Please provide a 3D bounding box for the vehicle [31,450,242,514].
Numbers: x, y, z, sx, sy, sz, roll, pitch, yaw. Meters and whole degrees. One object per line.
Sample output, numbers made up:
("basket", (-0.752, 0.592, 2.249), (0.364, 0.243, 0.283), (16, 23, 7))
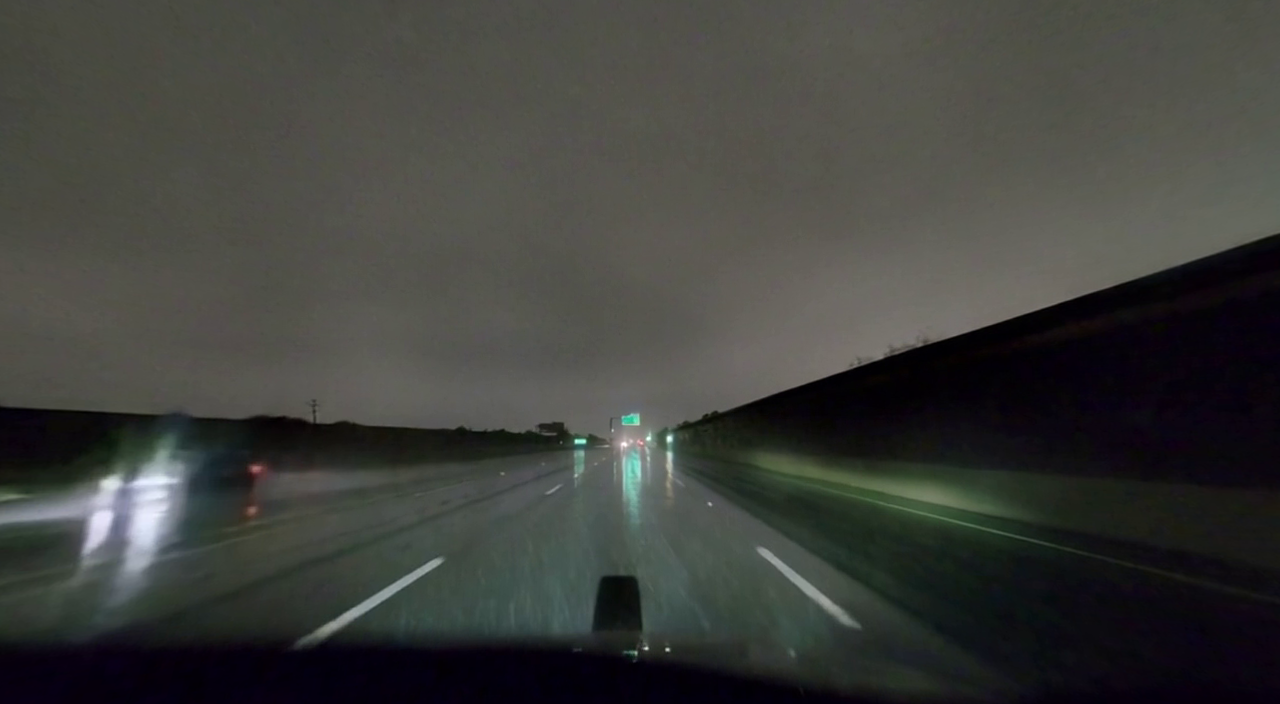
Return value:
("vehicle", (-13.430, 3.441, 17.295), (1.942, 1.444, 4.697), (0, -8, -1))
